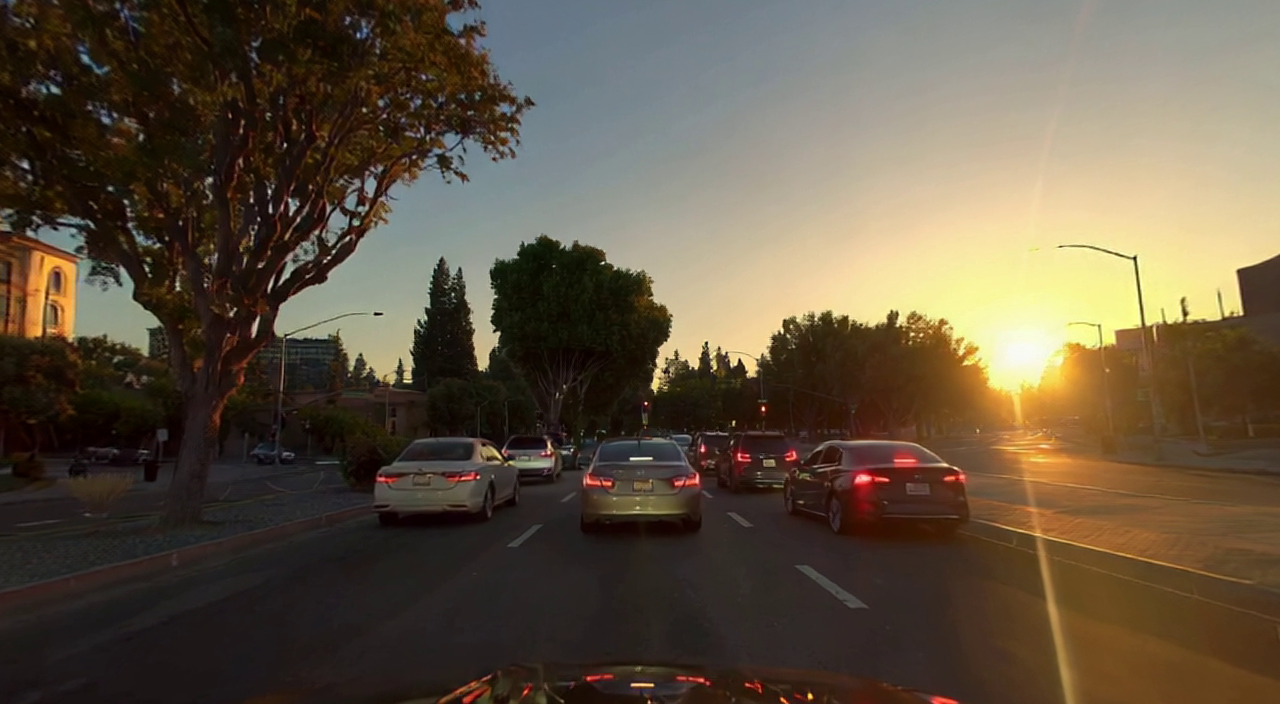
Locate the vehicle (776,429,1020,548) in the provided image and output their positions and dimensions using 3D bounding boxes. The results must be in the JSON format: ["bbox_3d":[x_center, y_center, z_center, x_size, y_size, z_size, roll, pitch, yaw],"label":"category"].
[{"bbox_3d":[3.762,2.064,10.268,1.990,1.486,4.431,0,-8,-2],"label":"vehicle"}]

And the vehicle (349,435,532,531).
[{"bbox_3d":[-3.435,2.327,11.811,2.002,1.465,4.098,0,-8,1],"label":"vehicle"}]

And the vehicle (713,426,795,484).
[{"bbox_3d":[4.189,3.911,24.211,2.142,1.957,5.443,0,-8,0],"label":"vehicle"}]

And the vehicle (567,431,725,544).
[{"bbox_3d":[0.030,2.098,10.423,2.101,1.480,3.929,0,-8,-1],"label":"vehicle"}]
